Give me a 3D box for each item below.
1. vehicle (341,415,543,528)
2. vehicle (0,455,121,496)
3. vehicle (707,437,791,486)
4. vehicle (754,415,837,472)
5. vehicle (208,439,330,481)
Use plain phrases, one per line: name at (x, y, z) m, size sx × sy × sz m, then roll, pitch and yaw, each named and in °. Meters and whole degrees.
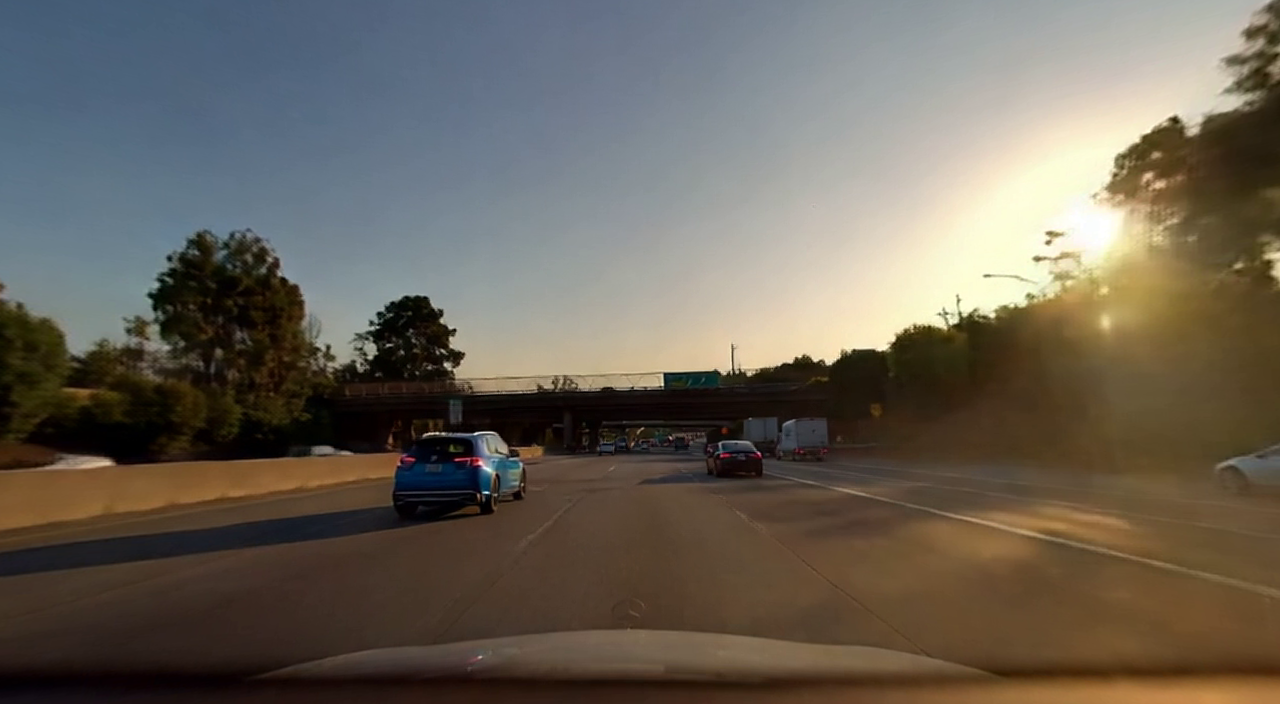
vehicle at (-3.526, 2.279, 12.595) m, size 2.218 × 1.764 × 5.229 m, roll 0°, pitch -9°, yaw 2°
vehicle at (-26.518, 5.509, 28.537) m, size 2.027 × 1.614 × 4.719 m, roll 0°, pitch -9°, yaw 0°
vehicle at (3.645, 3.772, 22.041) m, size 2.080 × 1.493 × 4.674 m, roll 0°, pitch -9°, yaw -1°
vehicle at (7.685, 4.634, 31.911) m, size 2.729 × 2.628 × 4.875 m, roll 0°, pitch -9°, yaw -2°
vehicle at (-15.870, 4.647, 27.413) m, size 2.054 × 1.601 × 5.275 m, roll 0°, pitch -9°, yaw 1°
